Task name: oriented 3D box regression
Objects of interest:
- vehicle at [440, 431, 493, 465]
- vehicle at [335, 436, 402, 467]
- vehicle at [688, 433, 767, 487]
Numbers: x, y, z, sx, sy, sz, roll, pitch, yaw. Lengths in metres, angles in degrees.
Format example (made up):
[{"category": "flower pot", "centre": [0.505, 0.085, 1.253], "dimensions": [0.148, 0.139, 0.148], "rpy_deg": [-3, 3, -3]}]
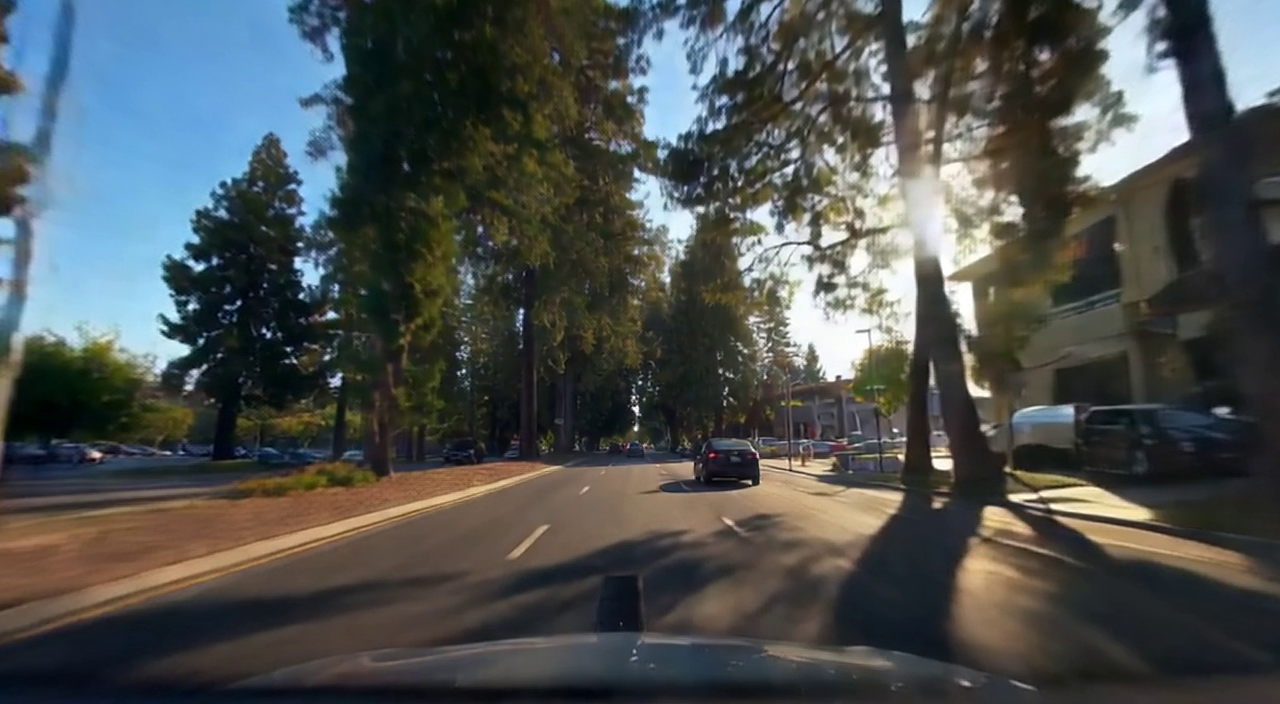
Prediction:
[{"category": "vehicle", "centre": [-11.308, 6.261, 41.320], "dimensions": [2.074, 2.065, 4.946], "rpy_deg": [0, -8, -1]}, {"category": "vehicle", "centre": [-17.827, 6.570, 41.645], "dimensions": [2.094, 1.894, 5.364], "rpy_deg": [0, -8, -1]}, {"category": "vehicle", "centre": [2.867, 3.661, 21.578], "dimensions": [2.022, 1.656, 4.025], "rpy_deg": [0, -8, -2]}]
